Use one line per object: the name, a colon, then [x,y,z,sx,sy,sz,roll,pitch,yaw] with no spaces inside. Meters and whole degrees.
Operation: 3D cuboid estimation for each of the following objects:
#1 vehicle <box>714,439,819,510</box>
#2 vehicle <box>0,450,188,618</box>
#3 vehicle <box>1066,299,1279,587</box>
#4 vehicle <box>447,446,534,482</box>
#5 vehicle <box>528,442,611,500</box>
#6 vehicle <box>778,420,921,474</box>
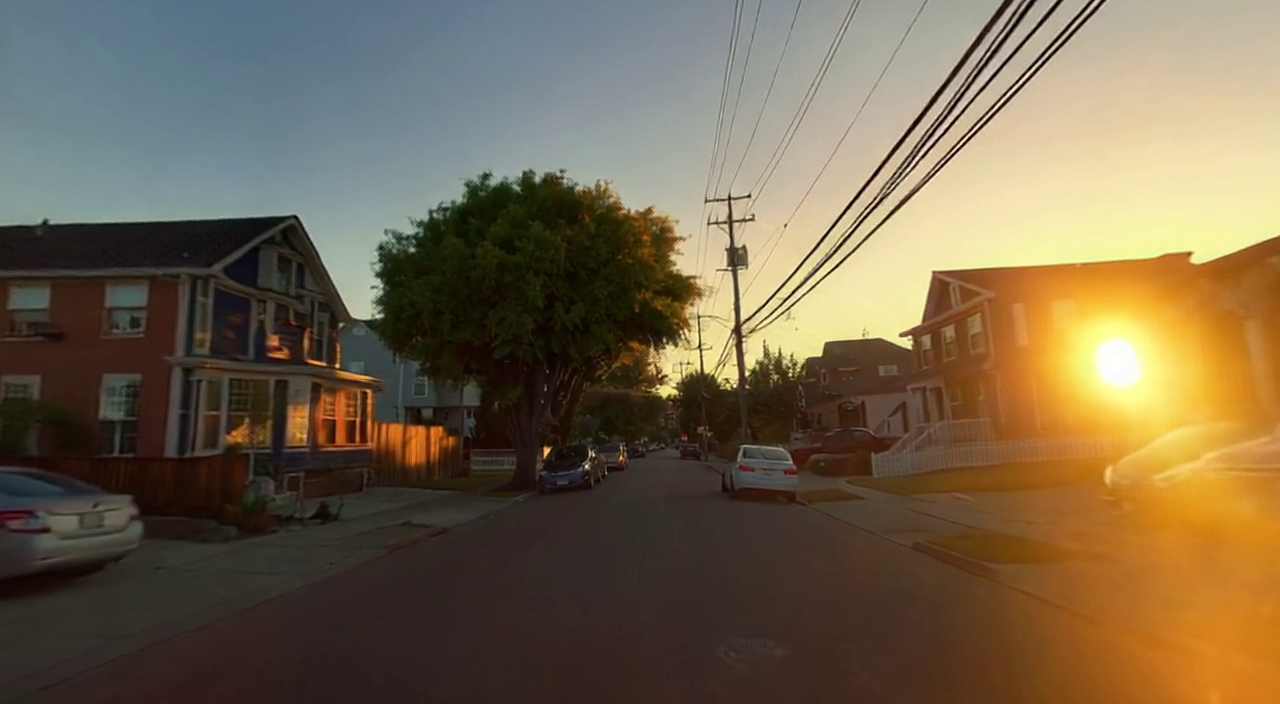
vehicle: [3.297,3.239,17.411,2.043,1.631,4.613,-1,-7,2]
vehicle: [-8.919,2.216,8.247,4.432,1.739,2.097,0,-6,2]
vehicle: [7.541,0.765,5.519,5.974,2.066,2.152,0,-7,2]
vehicle: [-8.080,6.045,34.420,4.088,1.779,2.109,-1,-6,5]
vehicle: [-2.588,4.509,24.497,2.204,1.655,4.813,-9,-8,2]
vehicle: [8.793,4.033,26.958,5.274,2.170,2.205,0,-8,0]
